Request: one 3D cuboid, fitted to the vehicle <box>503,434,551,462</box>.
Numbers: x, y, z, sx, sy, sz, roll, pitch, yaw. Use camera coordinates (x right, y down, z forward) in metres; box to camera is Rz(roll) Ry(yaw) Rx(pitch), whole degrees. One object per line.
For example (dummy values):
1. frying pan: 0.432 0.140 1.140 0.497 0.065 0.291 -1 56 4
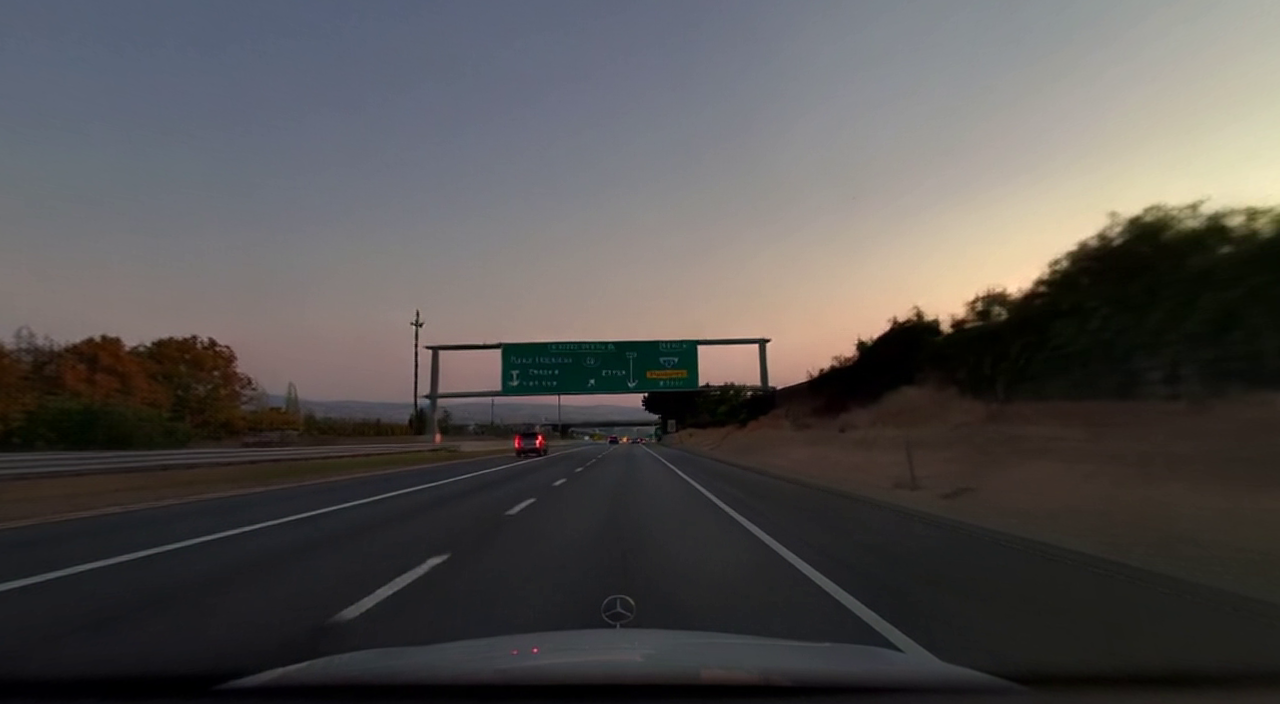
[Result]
1. vehicle: -6.998 5.989 39.419 2.111 1.662 4.630 0 -8 0
